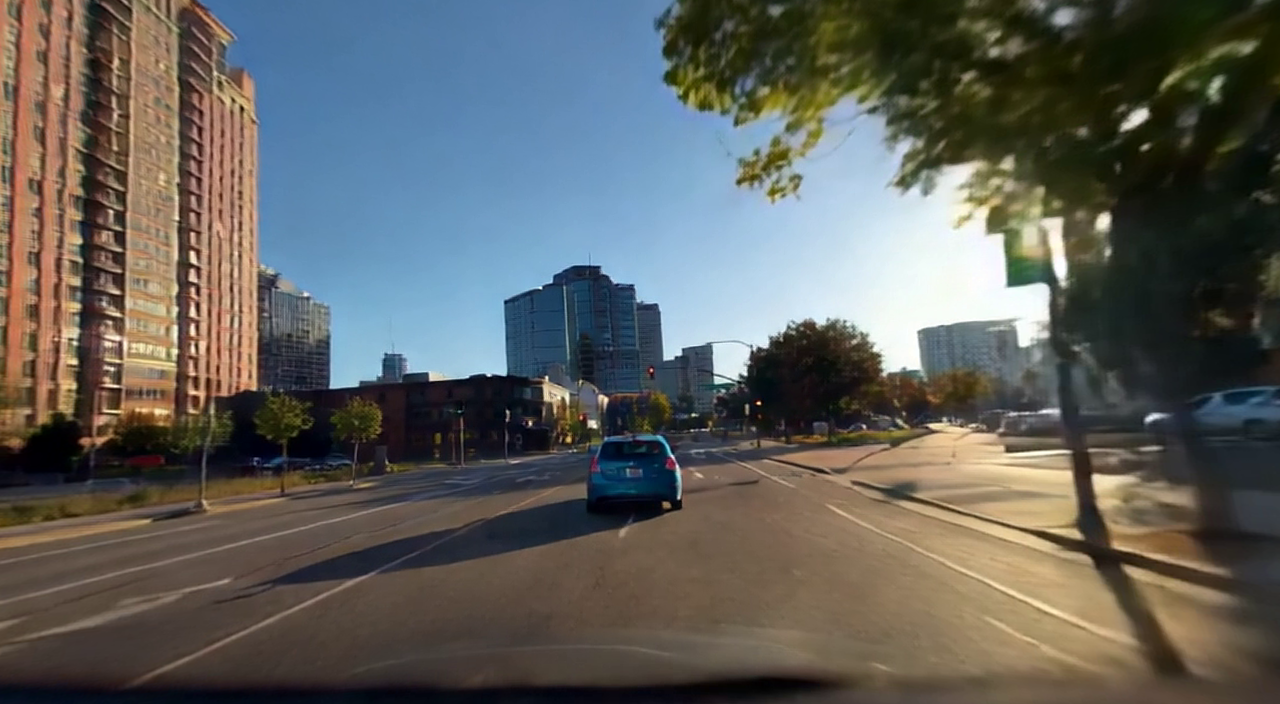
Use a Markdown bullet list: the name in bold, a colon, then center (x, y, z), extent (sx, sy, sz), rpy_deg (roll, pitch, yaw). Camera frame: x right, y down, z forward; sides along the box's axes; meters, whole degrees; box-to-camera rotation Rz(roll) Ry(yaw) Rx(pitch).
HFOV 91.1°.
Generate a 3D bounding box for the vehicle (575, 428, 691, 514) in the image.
- **vehicle**: center (-0.181, 2.299, 12.735), extent (1.950, 1.401, 4.159), rpy_deg (0, -8, -2)
